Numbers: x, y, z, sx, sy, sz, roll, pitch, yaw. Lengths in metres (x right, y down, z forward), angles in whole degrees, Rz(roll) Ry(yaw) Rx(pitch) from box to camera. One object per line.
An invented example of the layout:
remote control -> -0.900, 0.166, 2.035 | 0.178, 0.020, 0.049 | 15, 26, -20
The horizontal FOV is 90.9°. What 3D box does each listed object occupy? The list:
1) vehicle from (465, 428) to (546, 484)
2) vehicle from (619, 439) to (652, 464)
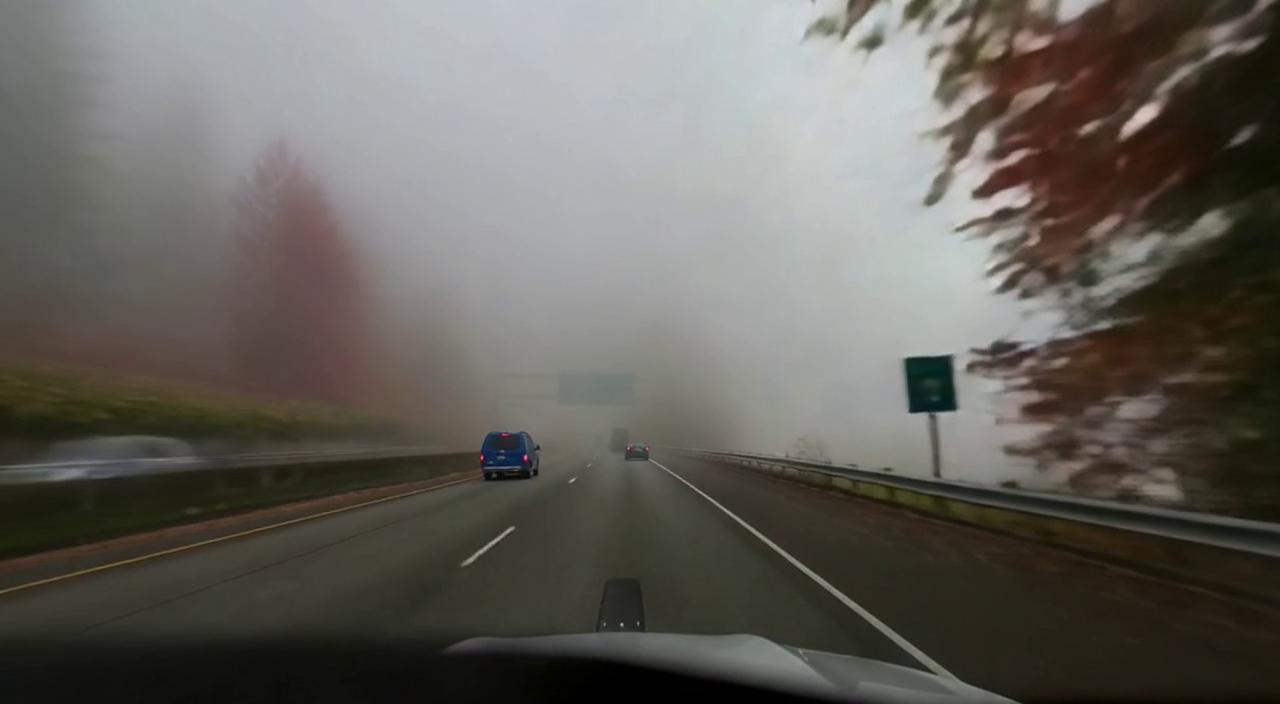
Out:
vehicle -> -4.542, 3.578, 21.914 | 1.924, 1.720, 4.195 | 0, -8, -1
vehicle -> -0.299, 6.236, 39.619 | 1.939, 1.497, 3.863 | 0, -8, -1
